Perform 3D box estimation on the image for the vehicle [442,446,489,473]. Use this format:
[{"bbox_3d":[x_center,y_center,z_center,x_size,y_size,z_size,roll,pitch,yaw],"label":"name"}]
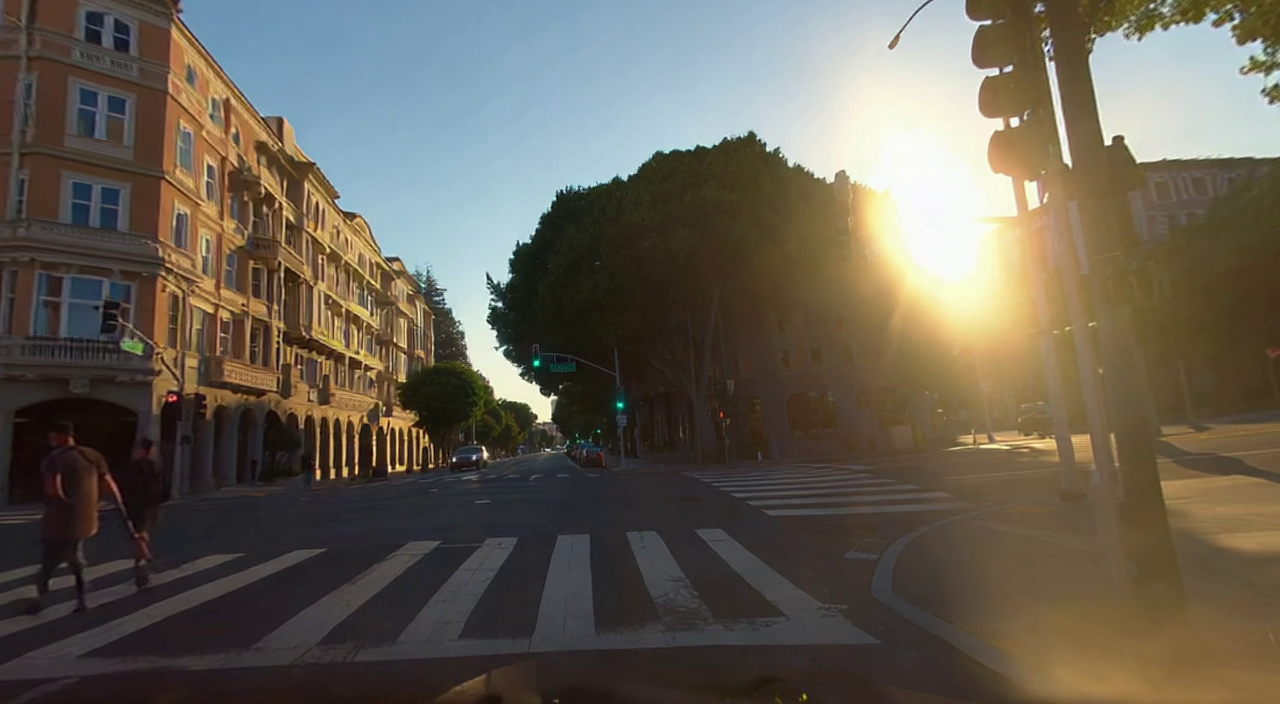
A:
[{"bbox_3d":[-10.460,6.470,38.173,2.196,1.503,4.371,1,-8,-8],"label":"vehicle"}]
